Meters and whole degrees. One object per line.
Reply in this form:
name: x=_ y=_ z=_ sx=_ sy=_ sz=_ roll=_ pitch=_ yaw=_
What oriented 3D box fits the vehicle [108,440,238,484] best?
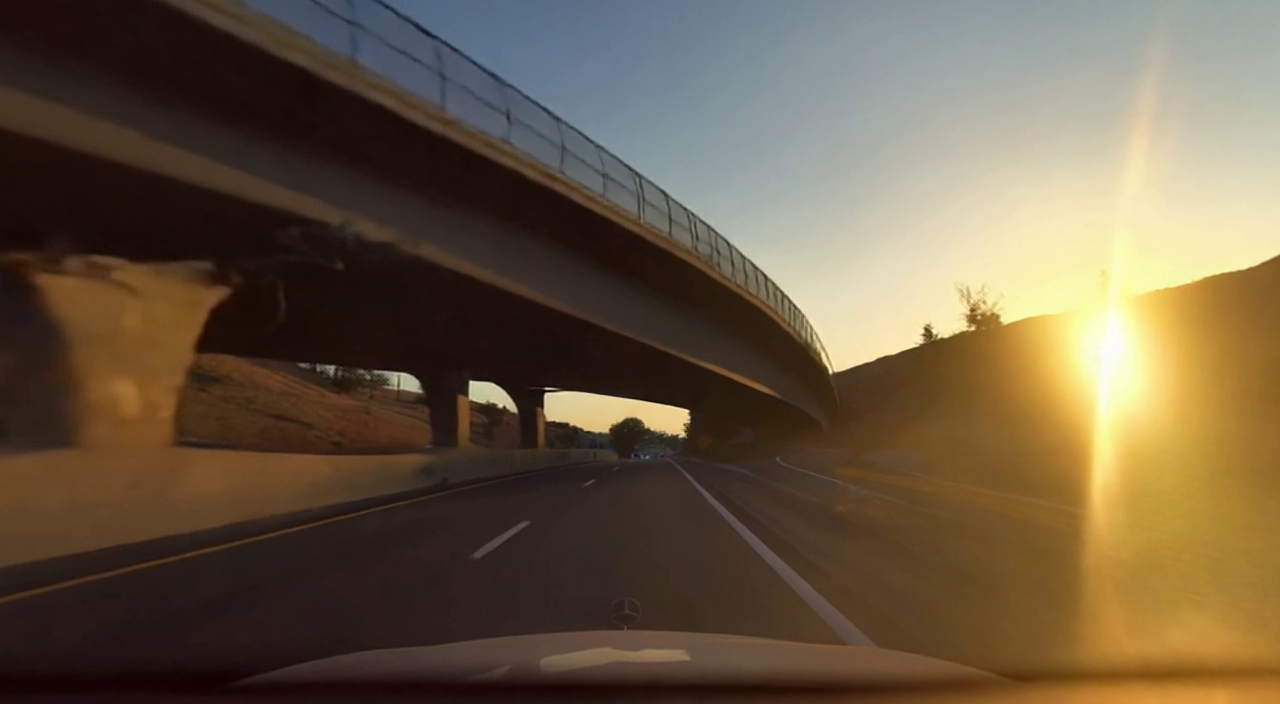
vehicle: x=-19.178 y=4.512 z=26.216 sx=1.918 sy=1.636 sz=4.408 roll=-1 pitch=-9 yaw=2
